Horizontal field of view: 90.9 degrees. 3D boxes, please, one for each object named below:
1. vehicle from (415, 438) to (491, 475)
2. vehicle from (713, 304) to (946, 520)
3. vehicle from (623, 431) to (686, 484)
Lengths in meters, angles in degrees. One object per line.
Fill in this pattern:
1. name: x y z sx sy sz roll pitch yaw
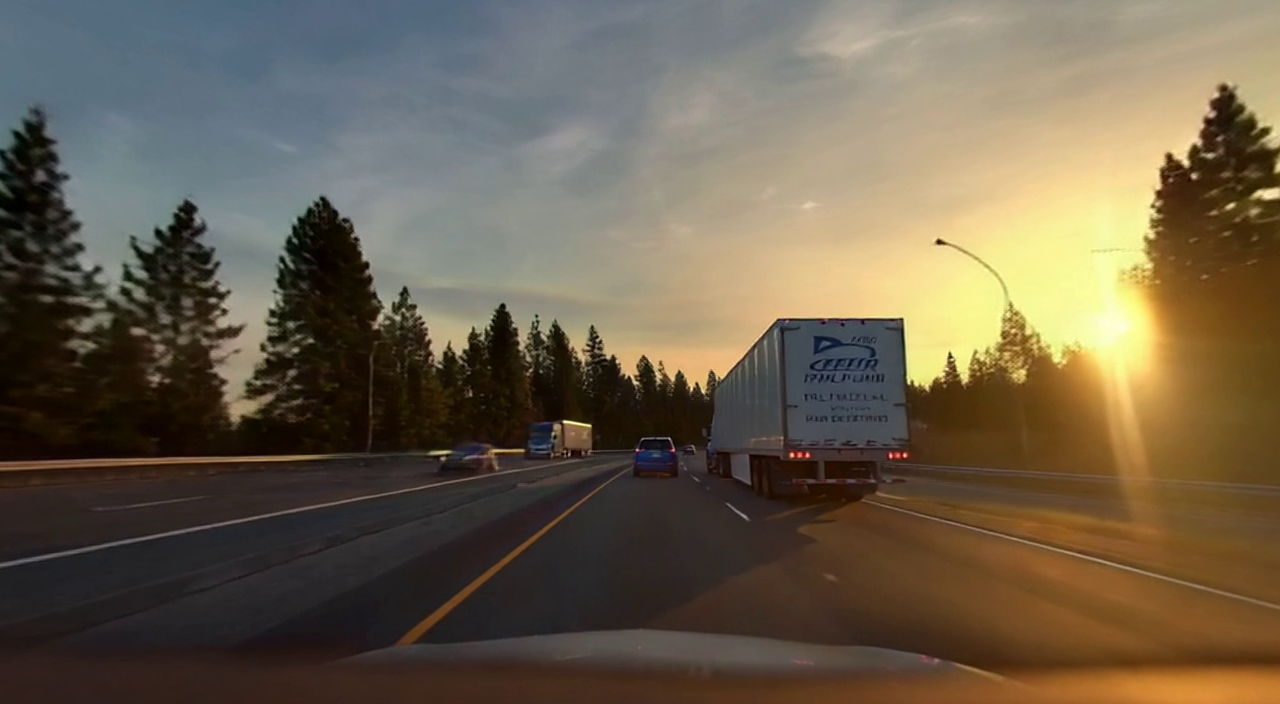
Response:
1. vehicle: -8.701 4.887 29.786 2.071 1.610 4.399 0 -8 2
2. vehicle: 4.554 2.349 20.437 2.899 4.160 16.621 0 -9 2
3. vehicle: 0.568 4.029 24.422 2.222 1.848 4.610 0 -8 2
